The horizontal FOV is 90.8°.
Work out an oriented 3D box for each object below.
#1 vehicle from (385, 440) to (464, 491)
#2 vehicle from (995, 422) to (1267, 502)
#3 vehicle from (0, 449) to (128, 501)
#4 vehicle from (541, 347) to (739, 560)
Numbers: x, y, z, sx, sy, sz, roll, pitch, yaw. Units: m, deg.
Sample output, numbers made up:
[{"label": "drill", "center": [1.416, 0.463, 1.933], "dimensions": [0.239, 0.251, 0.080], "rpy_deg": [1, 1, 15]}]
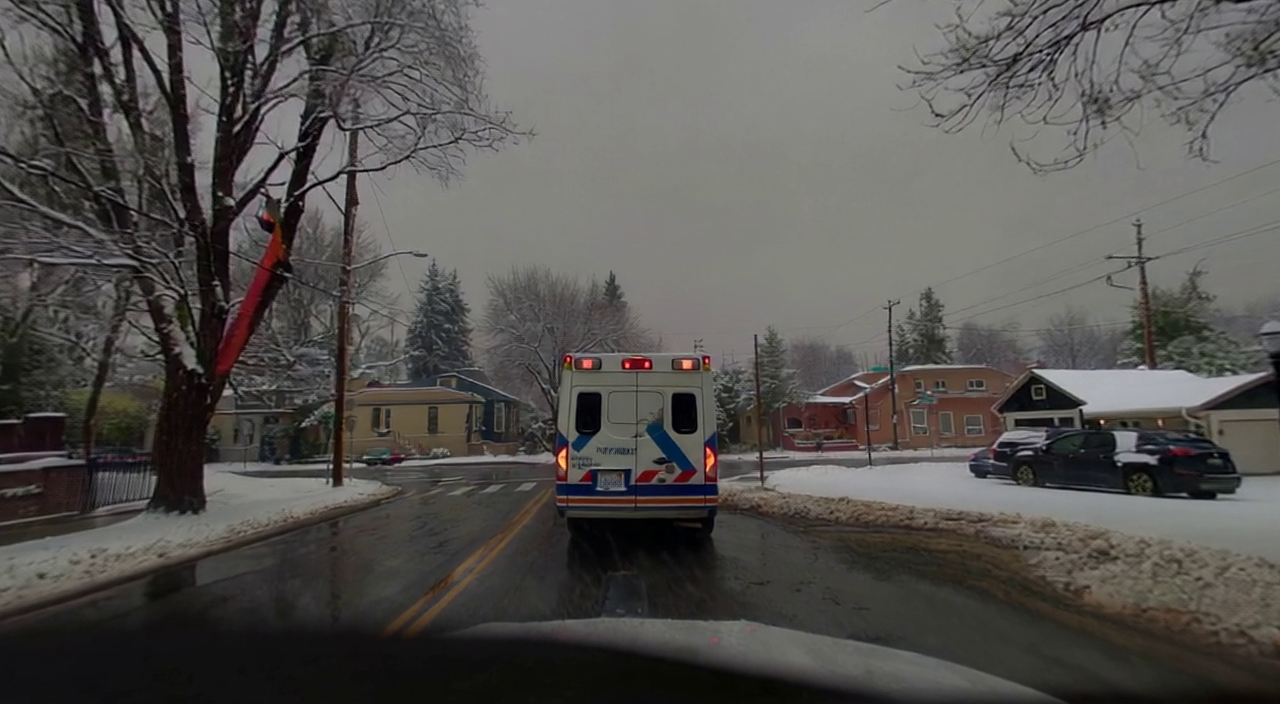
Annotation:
[{"label": "vehicle", "center": [-8.595, 4.384, 24.889], "dimensions": [2.290, 1.776, 4.947], "rpy_deg": [4, -9, -25]}, {"label": "vehicle", "center": [13.141, 2.978, 17.382], "dimensions": [5.270, 1.966, 2.329], "rpy_deg": [-2, -9, 11]}, {"label": "vehicle", "center": [-18.813, 3.736, 19.389], "dimensions": [4.412, 1.468, 1.914], "rpy_deg": [0, -8, -3]}, {"label": "vehicle", "center": [0.001, 1.648, 10.666], "dimensions": [2.444, 2.640, 5.482], "rpy_deg": [0, -8, 0]}]
